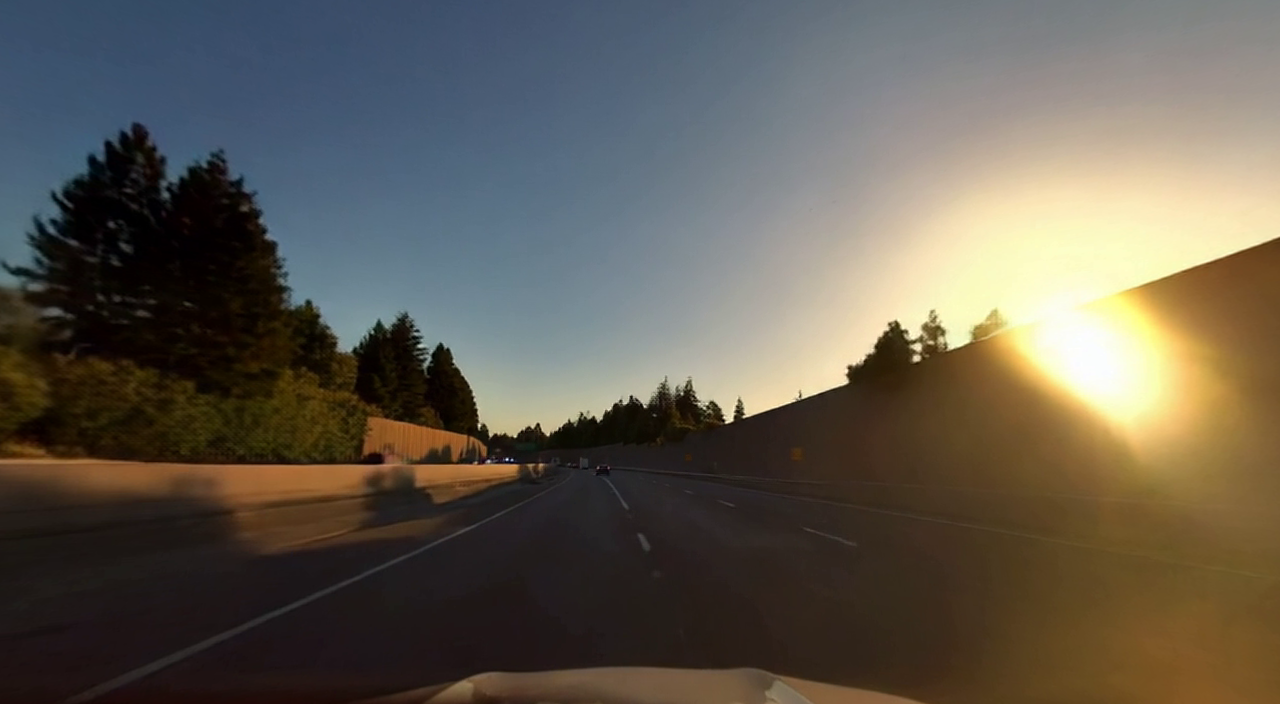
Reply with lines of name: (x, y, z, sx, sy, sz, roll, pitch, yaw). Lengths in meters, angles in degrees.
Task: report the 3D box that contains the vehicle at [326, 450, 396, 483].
vehicle: (-13.438, 5.555, 30.611, 1.784, 1.447, 3.731, 1, -10, -2)
